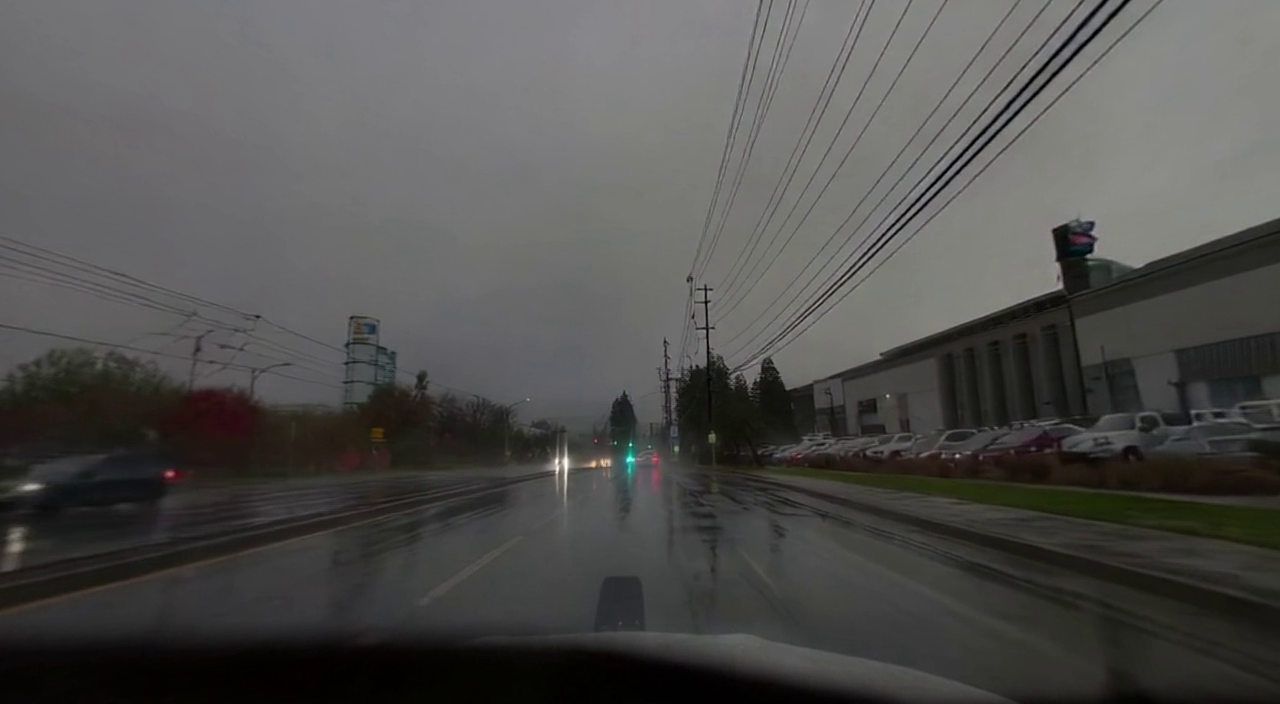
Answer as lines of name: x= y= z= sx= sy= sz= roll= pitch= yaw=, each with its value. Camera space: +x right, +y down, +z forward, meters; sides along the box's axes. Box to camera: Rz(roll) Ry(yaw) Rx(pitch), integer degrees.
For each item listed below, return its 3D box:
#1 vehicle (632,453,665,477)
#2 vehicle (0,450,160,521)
vehicle: x=0.581 y=7.652 z=42.826 sx=2.114 sy=1.492 sz=4.453 roll=0 pitch=-9 yaw=0
vehicle: x=-14.363 y=3.138 z=15.312 sx=1.831 sy=1.474 sz=4.352 roll=0 pitch=-9 yaw=1
